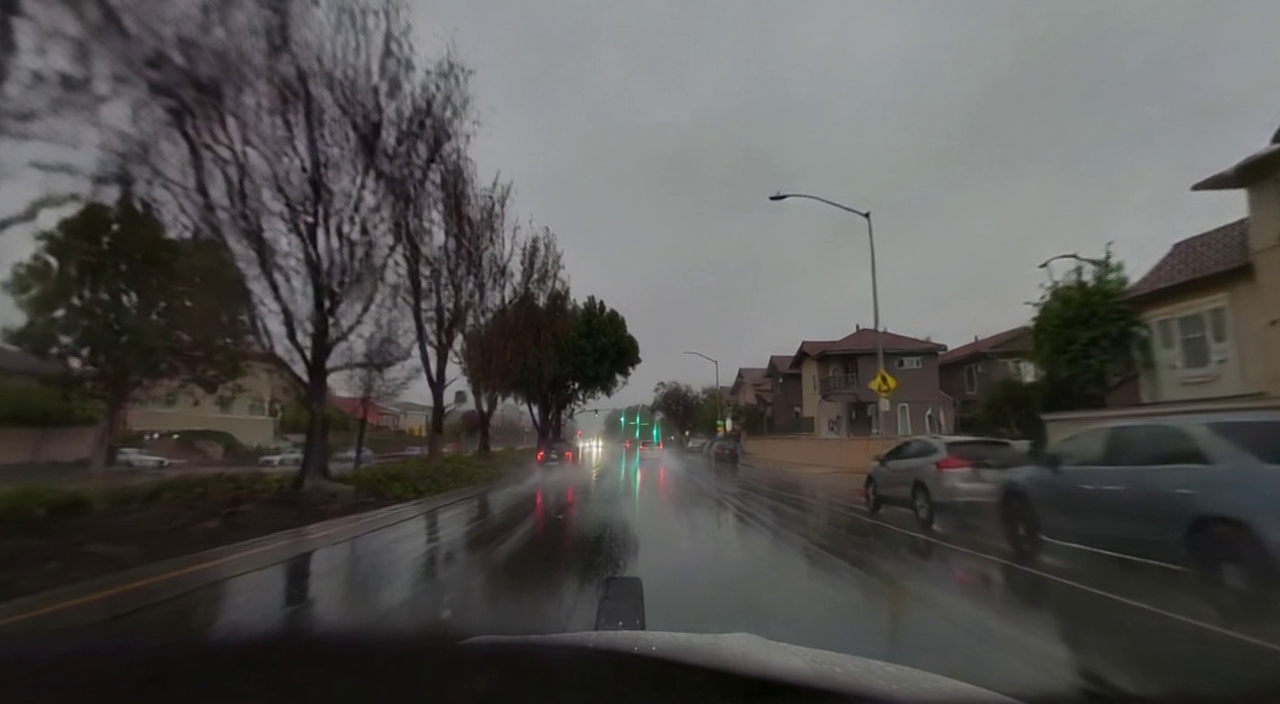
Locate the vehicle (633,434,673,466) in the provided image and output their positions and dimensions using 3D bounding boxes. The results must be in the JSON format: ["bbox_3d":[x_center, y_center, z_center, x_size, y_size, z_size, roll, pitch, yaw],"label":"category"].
[{"bbox_3d":[0.736,6.016,38.841,2.273,1.851,5.075,0,-9,0],"label":"vehicle"}]

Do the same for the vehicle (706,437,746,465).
[{"bbox_3d":[5.950,6.949,44.386,2.154,1.824,4.782,0,-9,0],"label":"vehicle"}]

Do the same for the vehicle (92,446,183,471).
[{"bbox_3d":[-31.000,6.568,39.072,4.068,1.522,1.726,0,-9,-1],"label":"vehicle"}]

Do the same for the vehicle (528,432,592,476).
[{"bbox_3d":[-3.434,4.532,28.094,2.233,1.775,4.491,0,-9,0],"label":"vehicle"}]

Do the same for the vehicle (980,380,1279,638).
[{"bbox_3d":[5.822,1.334,5.839,2.217,1.874,5.660,0,-9,0],"label":"vehicle"}]

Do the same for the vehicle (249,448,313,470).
[{"bbox_3d":[-25.506,7.618,45.031,1.839,1.463,4.705,0,-9,-1],"label":"vehicle"}]
